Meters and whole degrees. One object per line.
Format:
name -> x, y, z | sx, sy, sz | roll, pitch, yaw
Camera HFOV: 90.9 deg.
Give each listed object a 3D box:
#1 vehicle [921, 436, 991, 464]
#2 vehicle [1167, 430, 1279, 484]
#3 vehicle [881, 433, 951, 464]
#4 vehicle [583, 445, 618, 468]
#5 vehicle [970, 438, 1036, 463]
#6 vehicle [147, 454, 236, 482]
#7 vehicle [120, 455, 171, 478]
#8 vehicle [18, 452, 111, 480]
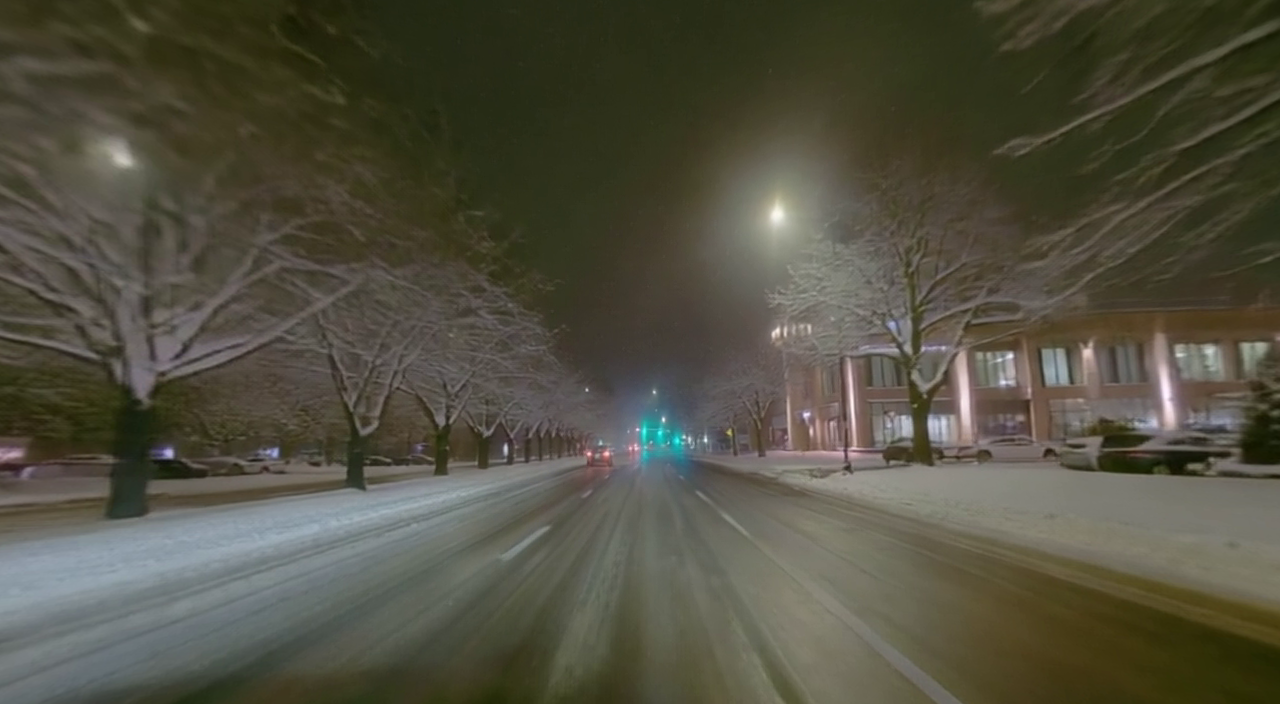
vehicle -> 19.892, 6.164, 39.863 | 2.074, 1.607, 4.465 | -2, -8, 0
vehicle -> 17.747, 2.927, 17.769 | 4.059, 1.422, 1.892 | 0, -9, -1
vehicle -> 17.251, 6.071, 39.724 | 2.038, 1.827, 4.870 | 0, -9, -2
vehicle -> -2.645, 7.112, 43.153 | 2.082, 1.460, 4.442 | 0, -9, 1
vehicle -> 22.772, 6.151, 39.682 | 1.828, 1.450, 3.730 | -1, -8, -1
vehicle -> -27.457, 7.091, 38.794 | 1.910, 1.498, 4.703 | 0, -9, 2
vehicle -> -37.220, 8.611, 47.535 | 1.856, 1.441, 4.226 | 1, -8, -21
vehicle -> -45.030, 8.887, 49.529 | 2.150, 1.834, 5.472 | -2, -8, 0
